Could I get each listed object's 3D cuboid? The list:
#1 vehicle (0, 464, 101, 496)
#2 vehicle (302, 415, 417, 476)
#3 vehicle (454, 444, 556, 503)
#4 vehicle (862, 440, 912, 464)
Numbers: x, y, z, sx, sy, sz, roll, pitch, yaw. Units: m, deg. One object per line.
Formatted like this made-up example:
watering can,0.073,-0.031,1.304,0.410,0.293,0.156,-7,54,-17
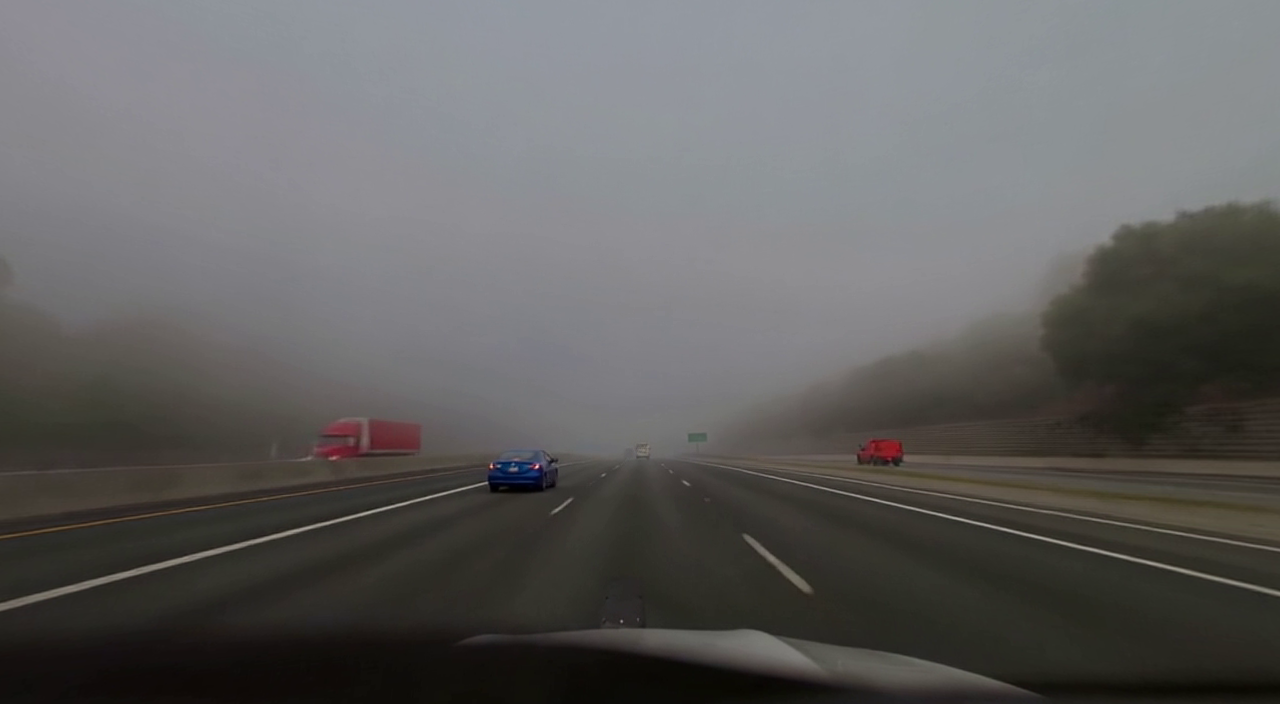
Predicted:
vehicle,-31.372,6.693,33.324,1.998,1.470,4.302,0,-9,-2
vehicle,-20.471,7.054,47.365,3.002,3.888,12.377,0,-9,0
vehicle,-3.676,3.400,18.090,1.873,1.438,4.546,0,-9,1
vehicle,18.504,7.502,47.410,1.925,1.648,4.367,0,-9,-1
